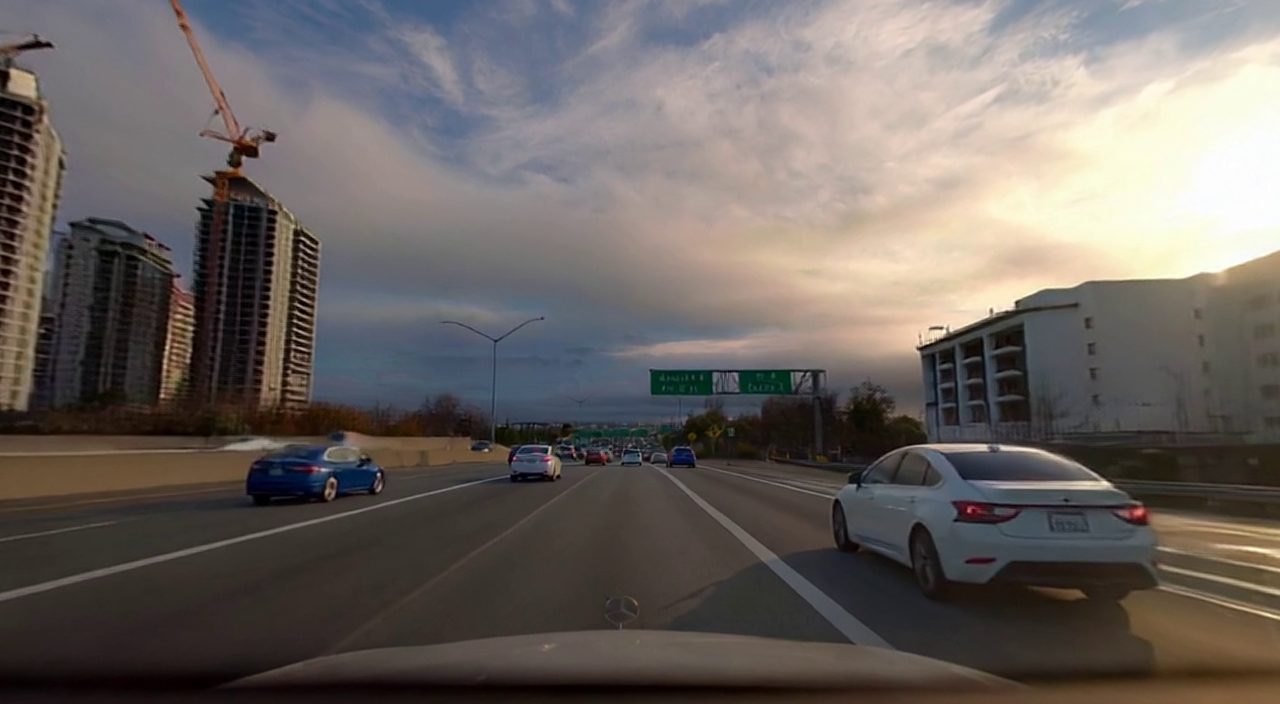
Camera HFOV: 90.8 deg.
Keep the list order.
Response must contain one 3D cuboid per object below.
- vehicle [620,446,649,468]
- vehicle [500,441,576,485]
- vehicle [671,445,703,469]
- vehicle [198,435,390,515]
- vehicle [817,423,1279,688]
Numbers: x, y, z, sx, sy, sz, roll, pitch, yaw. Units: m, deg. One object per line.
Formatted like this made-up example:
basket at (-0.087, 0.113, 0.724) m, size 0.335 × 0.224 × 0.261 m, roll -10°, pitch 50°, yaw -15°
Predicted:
vehicle at (-0.421, 7.628, 46.164) m, size 2.019 × 1.472 × 3.971 m, roll 1°, pitch -8°, yaw 0°
vehicle at (-3.834, 4.237, 24.611) m, size 2.136 × 1.512 × 4.488 m, roll 0°, pitch -8°, yaw 1°
vehicle at (3.384, 7.635, 46.107) m, size 1.978 × 1.602 × 4.092 m, roll 1°, pitch -8°, yaw -1°
vehicle at (-7.595, 2.711, 14.461) m, size 1.951 × 1.528 × 4.209 m, roll 0°, pitch -8°, yaw 0°
vehicle at (3.336, 1.493, 5.905) m, size 1.995 × 1.486 × 4.463 m, roll 1°, pitch -8°, yaw -1°
